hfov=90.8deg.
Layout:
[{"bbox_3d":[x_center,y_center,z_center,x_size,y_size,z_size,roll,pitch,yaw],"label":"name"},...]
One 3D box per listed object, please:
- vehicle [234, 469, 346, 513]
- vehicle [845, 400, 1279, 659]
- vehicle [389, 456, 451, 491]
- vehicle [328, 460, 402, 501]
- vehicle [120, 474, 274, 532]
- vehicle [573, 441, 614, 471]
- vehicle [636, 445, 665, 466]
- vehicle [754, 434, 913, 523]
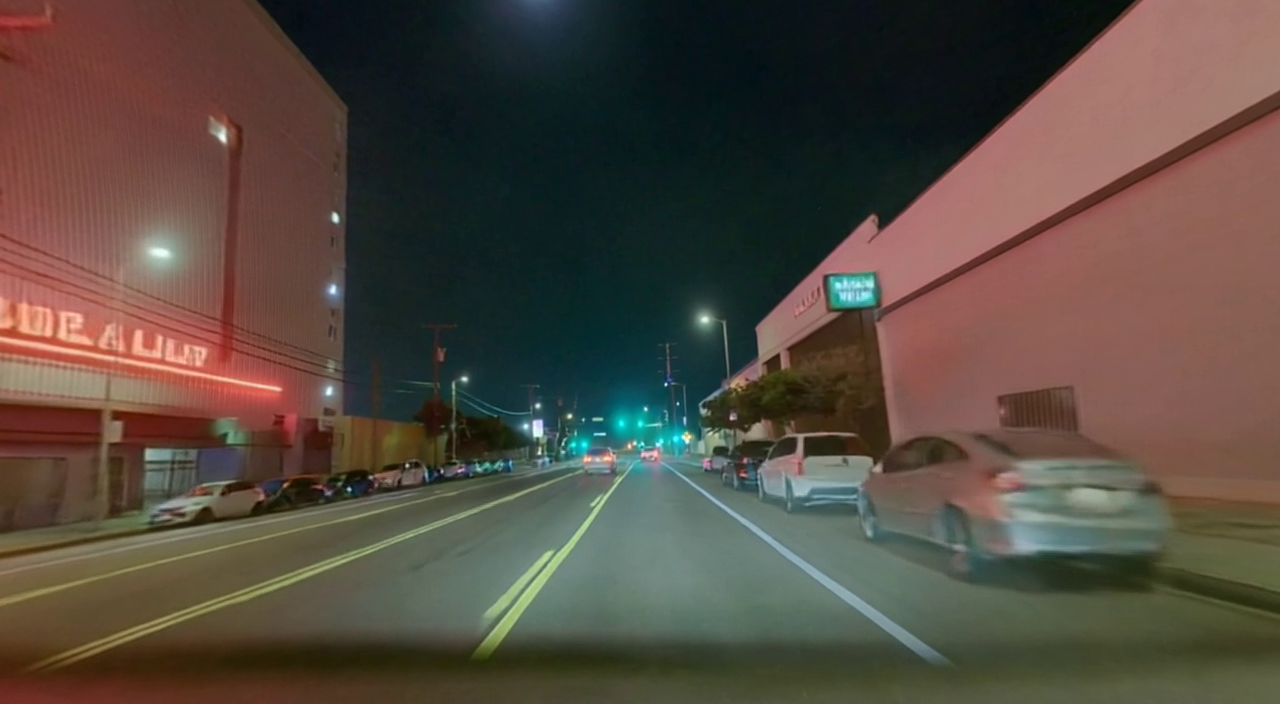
[{"bbox_3d":[-15.174,6.040,27.796,2.076,1.518,4.981,-2,-9,0],"label":"vehicle"},{"bbox_3d":[3.907,1.424,6.249,2.042,1.487,5.033,0,-9,0],"label":"vehicle"},{"bbox_3d":[-14.984,8.274,43.425,2.124,1.835,5.450,-8,-8,0],"label":"vehicle"},{"bbox_3d":[-15.010,7.006,34.745,2.020,1.695,4.629,-8,-8,-2],"label":"vehicle"},{"bbox_3d":[-15.120,5.142,21.997,1.883,1.493,4.880,-2,-9,0],"label":"vehicle"},{"bbox_3d":[-3.019,6.923,42.075,2.348,1.831,4.737,-1,-9,1],"label":"vehicle"},{"bbox_3d":[0.737,7.939,48.570,2.099,1.470,4.270,-1,-9,0],"label":"vehicle"},{"bbox_3d":[3.757,2.554,13.259,1.839,1.505,4.566,0,-9,-1],"label":"vehicle"}]
